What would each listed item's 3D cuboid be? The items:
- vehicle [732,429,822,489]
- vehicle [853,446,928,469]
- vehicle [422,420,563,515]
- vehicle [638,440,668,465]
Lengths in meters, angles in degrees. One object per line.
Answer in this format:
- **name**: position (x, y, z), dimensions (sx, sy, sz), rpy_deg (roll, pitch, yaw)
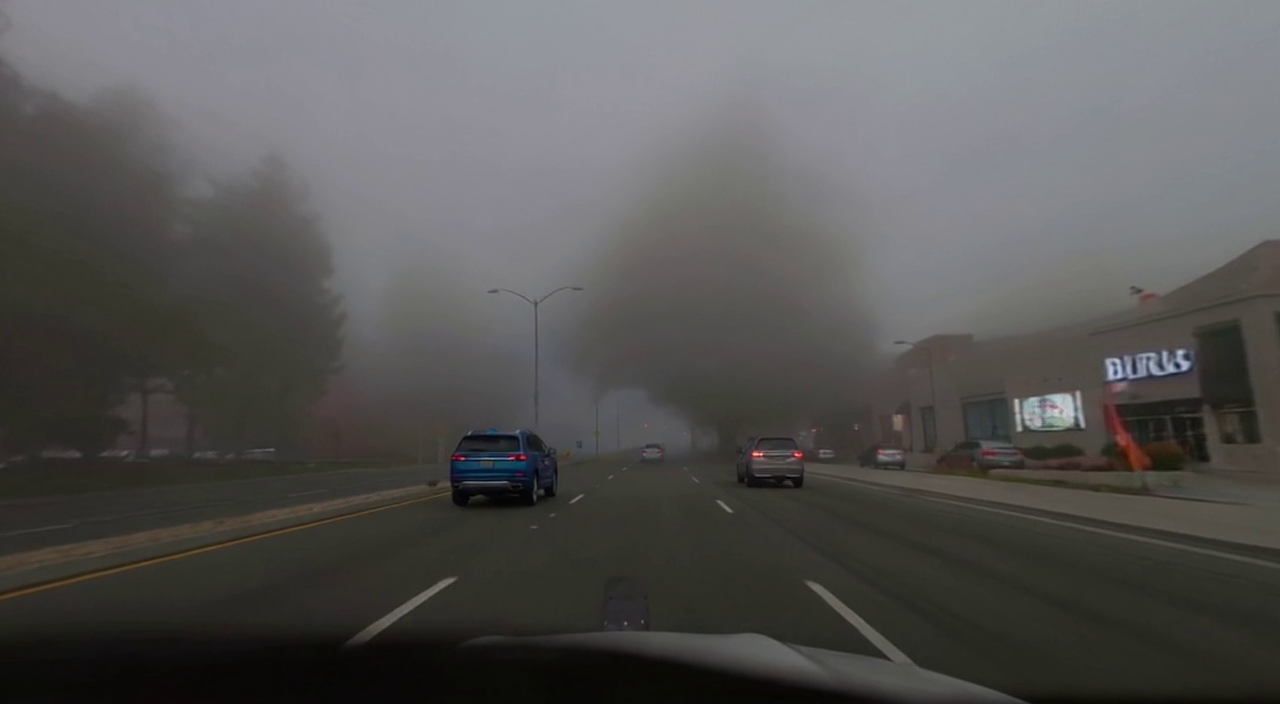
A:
- **vehicle**: position (4.480, 3.573, 21.371), dimensions (2.083, 1.779, 4.347), rpy_deg (0, -8, 0)
- **vehicle**: position (16.409, 6.903, 41.322), dimensions (4.133, 1.475, 1.833), rpy_deg (2, -9, -11)
- **vehicle**: position (-3.140, 2.572, 14.516), dimensions (2.047, 1.810, 4.414), rpy_deg (0, -8, 2)
- **vehicle**: position (0.967, 7.403, 46.522), dimensions (2.067, 1.702, 3.987), rpy_deg (0, -8, 2)
